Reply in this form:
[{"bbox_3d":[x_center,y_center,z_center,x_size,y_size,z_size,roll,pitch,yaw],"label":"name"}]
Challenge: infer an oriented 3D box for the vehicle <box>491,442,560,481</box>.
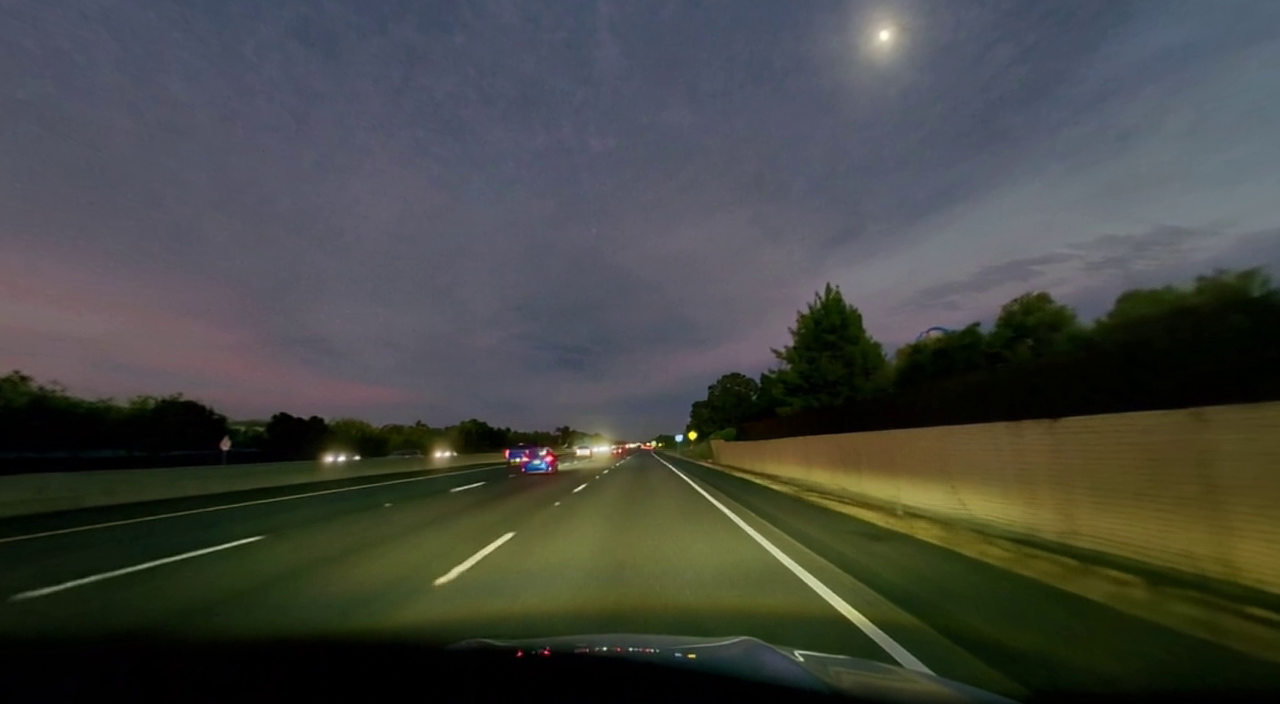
[{"bbox_3d":[-4.851,4.711,27.489,2.081,1.514,4.943,0,-8,0],"label":"vehicle"}]
